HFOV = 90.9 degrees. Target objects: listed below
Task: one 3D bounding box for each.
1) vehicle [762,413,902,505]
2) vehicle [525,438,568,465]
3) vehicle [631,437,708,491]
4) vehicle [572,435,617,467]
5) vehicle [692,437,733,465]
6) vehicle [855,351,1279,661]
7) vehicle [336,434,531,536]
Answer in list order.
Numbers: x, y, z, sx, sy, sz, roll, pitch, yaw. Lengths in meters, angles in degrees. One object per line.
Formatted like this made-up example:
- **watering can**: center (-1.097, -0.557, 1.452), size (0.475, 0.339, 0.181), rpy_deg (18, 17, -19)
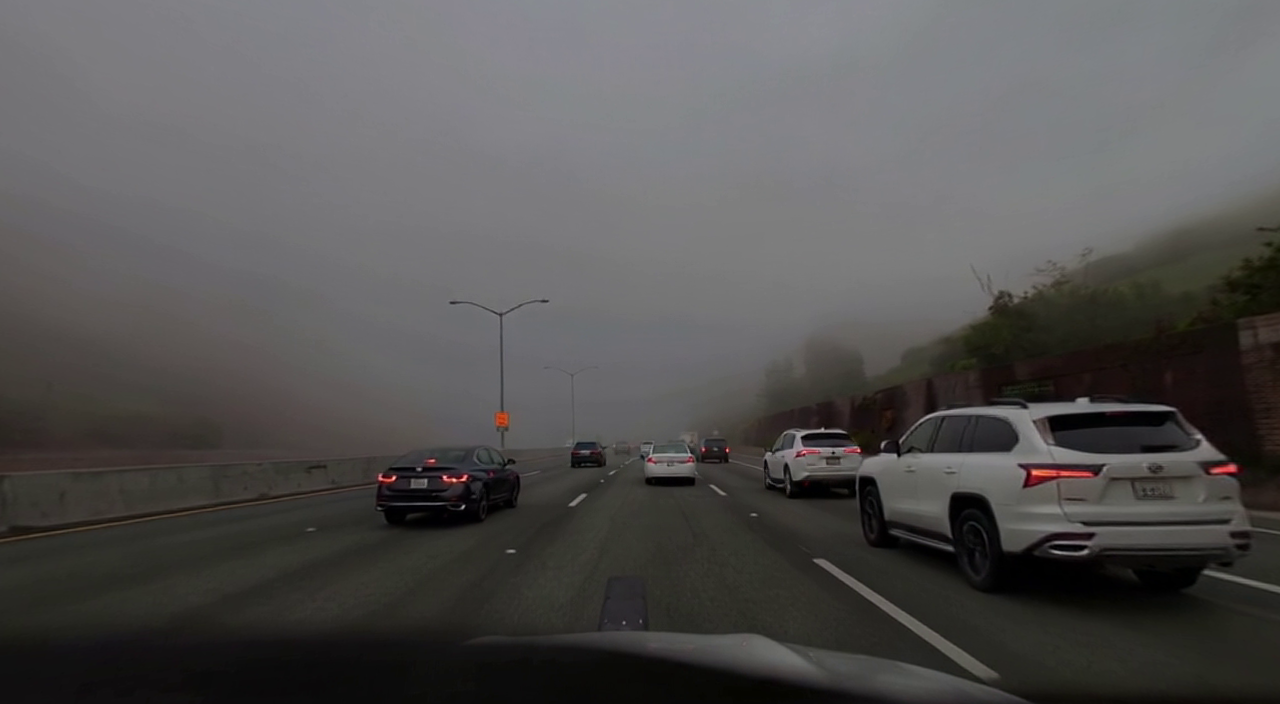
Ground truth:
- **vehicle**: center (4.383, 2.532, 15.298), size (1.970, 1.872, 4.575), rpy_deg (0, -8, 0)
- **vehicle**: center (-6.470, 6.919, 44.162), size (2.055, 1.751, 4.825), rpy_deg (0, -8, 2)
- **vehicle**: center (0.782, 3.369, 19.388), size (2.105, 1.471, 3.978), rpy_deg (0, -8, -1)
- **vehicle**: center (-2.628, 5.869, 37.540), size (2.154, 1.793, 4.736), rpy_deg (0, -8, 2)
- **vehicle**: center (4.079, 5.658, 36.141), size (1.855, 1.513, 3.915), rpy_deg (0, -8, -1)
- **vehicle**: center (3.767, 1.211, 5.973), size (1.930, 1.831, 4.344), rpy_deg (0, -8, 0)
- **vehicle**: center (-3.403, 2.260, 11.439), size (1.961, 1.456, 4.362), rpy_deg (0, -8, 2)
